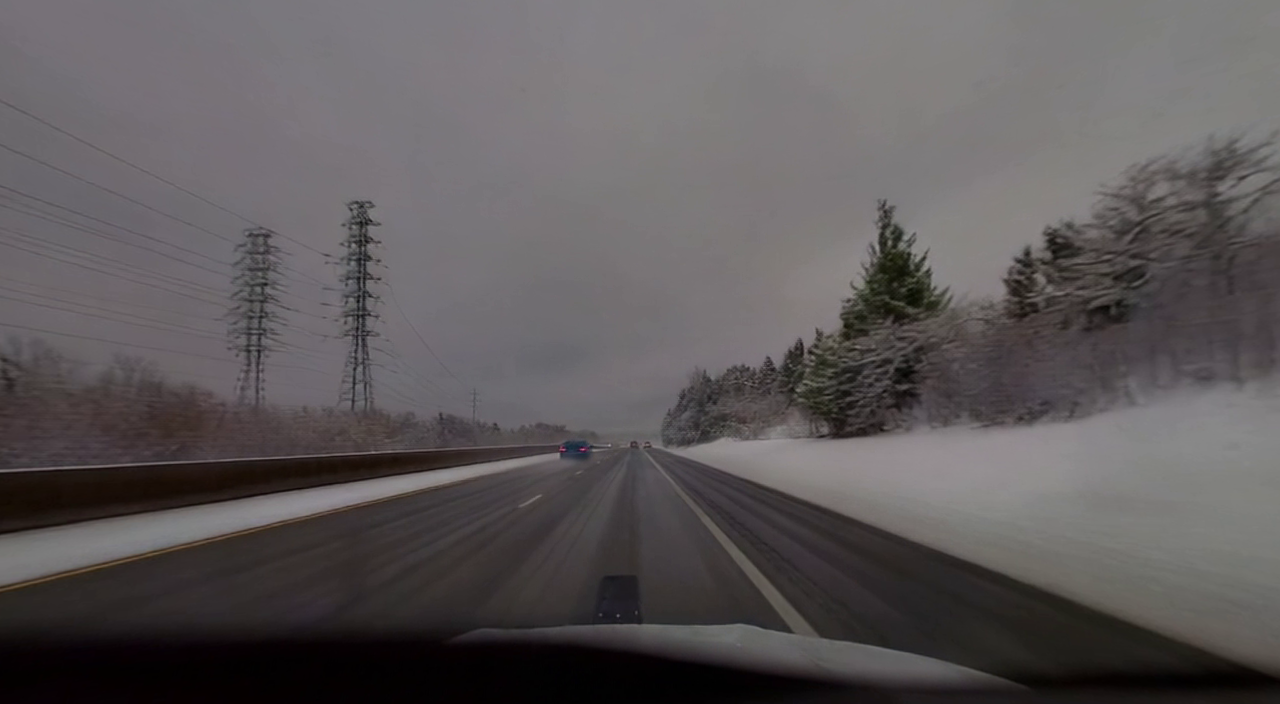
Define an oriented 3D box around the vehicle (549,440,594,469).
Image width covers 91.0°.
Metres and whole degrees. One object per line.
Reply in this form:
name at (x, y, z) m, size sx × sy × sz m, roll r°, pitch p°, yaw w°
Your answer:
vehicle at (-3.966, 5.995, 37.185) m, size 2.158 × 1.604 × 4.679 m, roll 0°, pitch -8°, yaw 0°
